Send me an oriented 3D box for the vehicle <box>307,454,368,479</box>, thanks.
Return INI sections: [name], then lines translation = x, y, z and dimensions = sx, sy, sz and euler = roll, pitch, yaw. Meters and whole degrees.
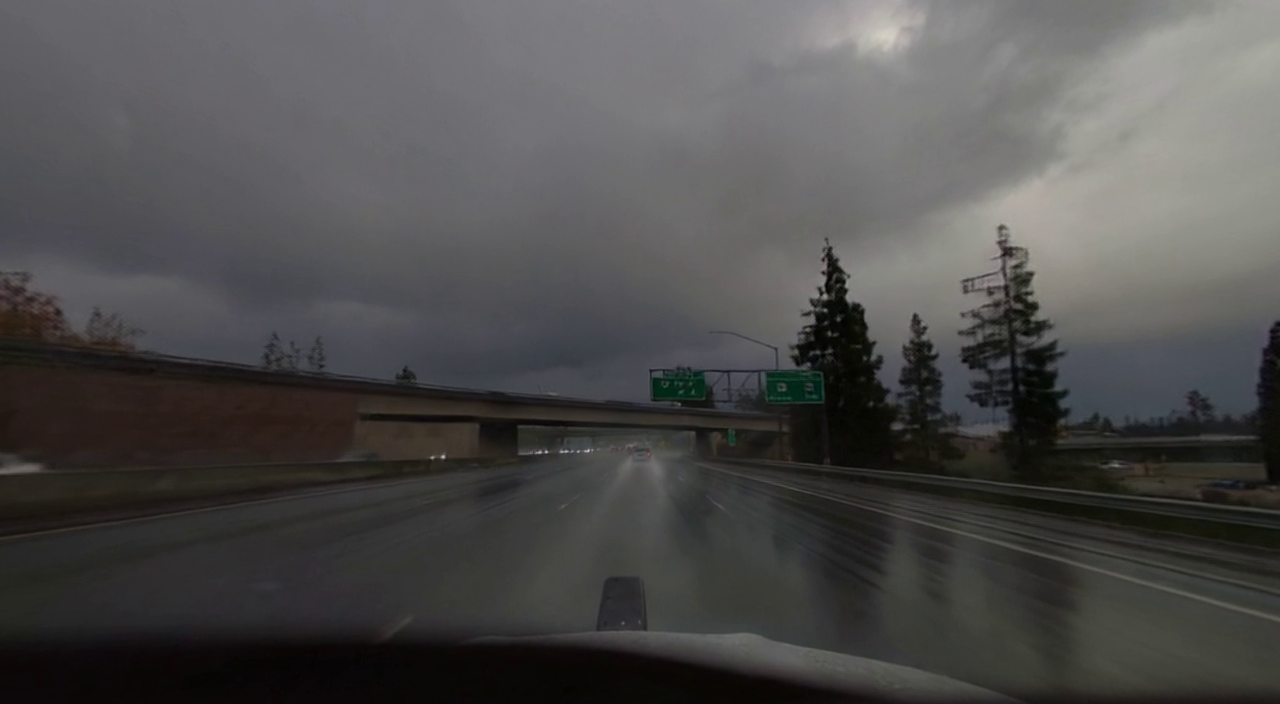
[vehicle]
translation = -19.419, 7.349, 40.685
dimensions = 1.798, 1.458, 4.213
euler = 0, -9, 1
